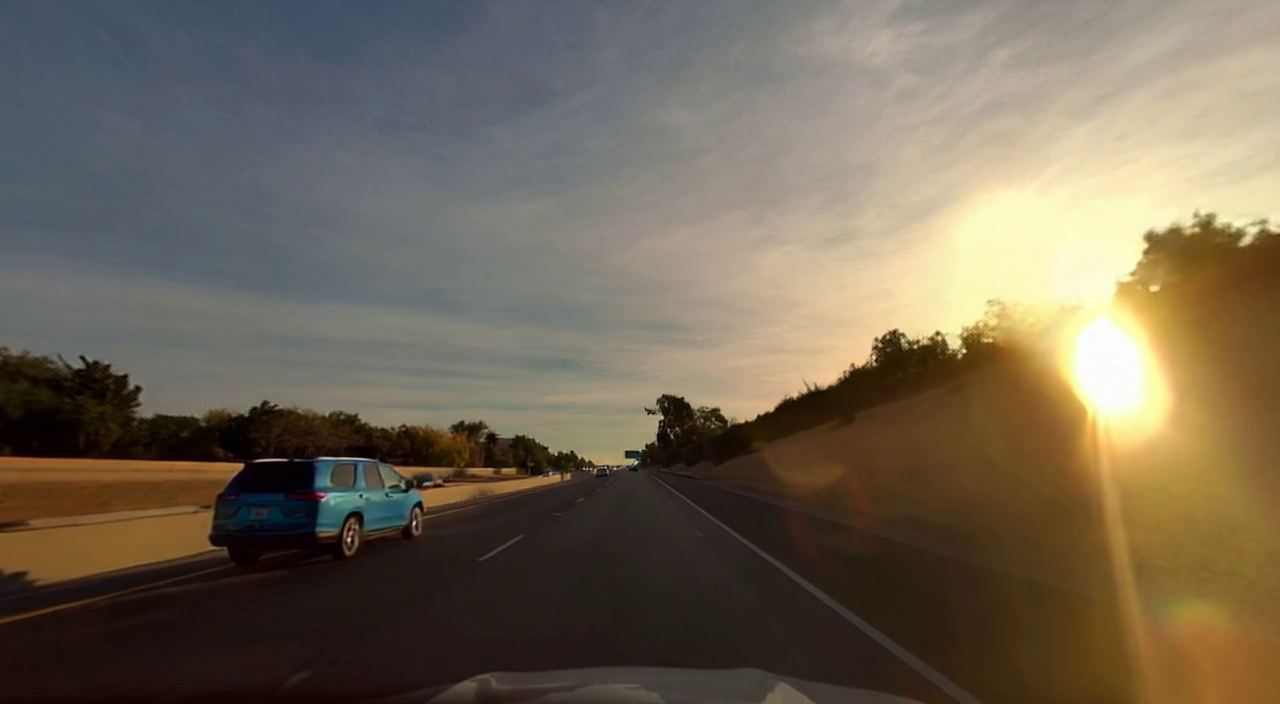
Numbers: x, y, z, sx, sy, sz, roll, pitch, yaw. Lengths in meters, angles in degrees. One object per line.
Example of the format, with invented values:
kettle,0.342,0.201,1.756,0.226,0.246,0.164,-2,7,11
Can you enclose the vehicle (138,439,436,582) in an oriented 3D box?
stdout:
vehicle,-4.547,2.120,9.005,1.914,1.534,4.015,1,-10,0
